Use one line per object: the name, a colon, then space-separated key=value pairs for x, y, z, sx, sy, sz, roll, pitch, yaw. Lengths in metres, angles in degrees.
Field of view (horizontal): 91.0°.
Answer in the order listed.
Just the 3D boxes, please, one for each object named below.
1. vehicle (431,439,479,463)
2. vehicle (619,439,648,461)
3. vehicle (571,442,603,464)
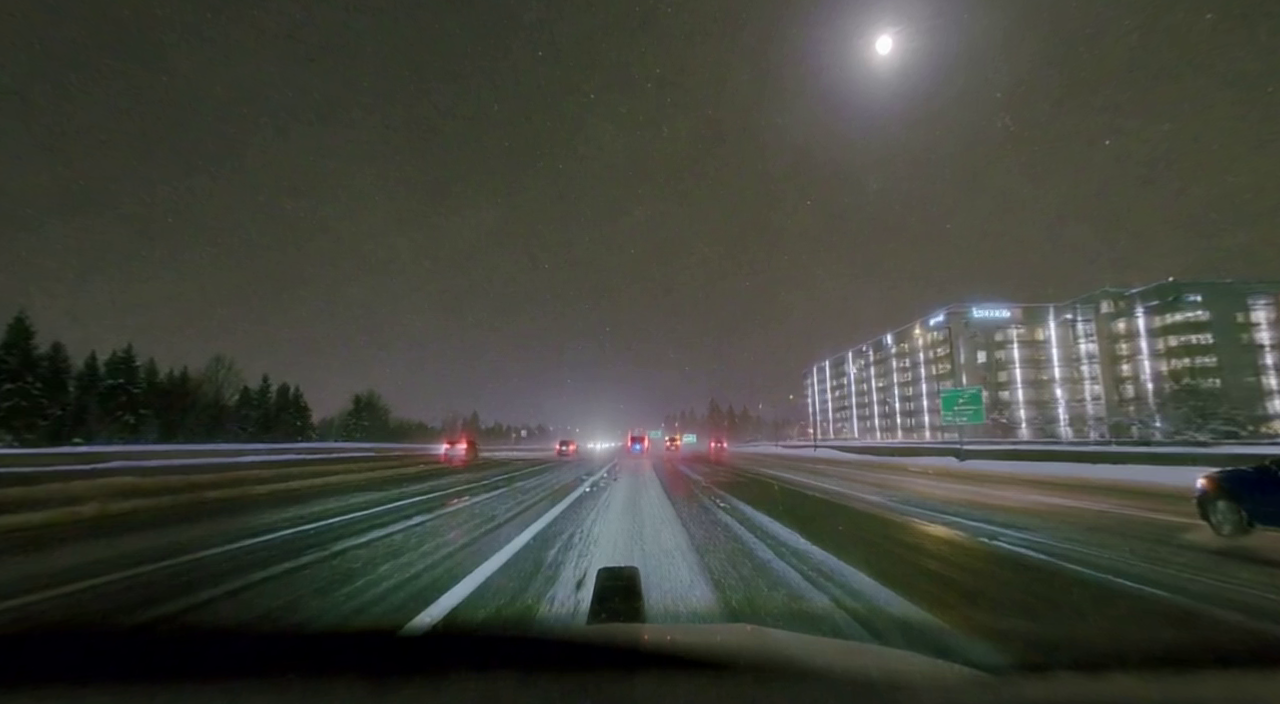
vehicle: x=-12.597 y=6.754 z=43.093 sx=1.901 sy=1.488 sz=4.435 roll=0 pitch=-8 yaw=1
vehicle: x=-0.432 y=7.117 z=45.877 sx=2.036 sy=1.542 sz=3.891 roll=0 pitch=-8 yaw=0
vehicle: x=-3.552 y=6.781 z=42.423 sx=1.825 sy=1.347 sz=3.773 roll=0 pitch=-8 yaw=0
